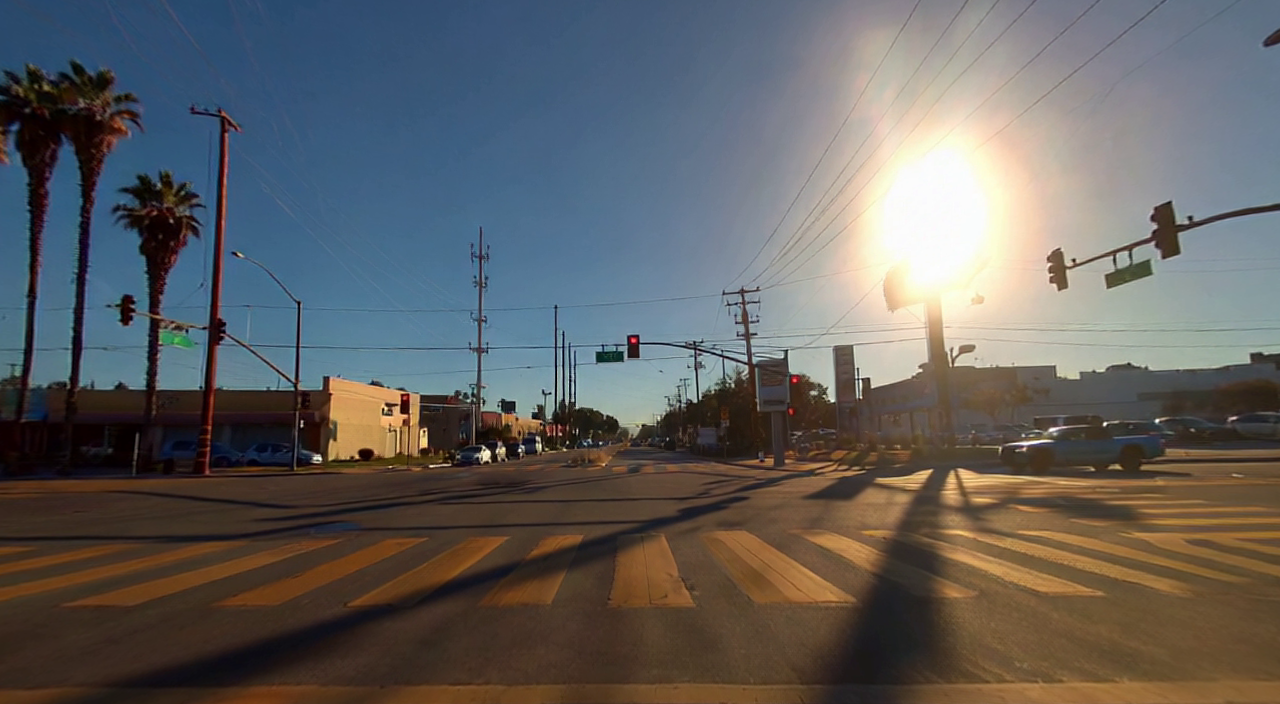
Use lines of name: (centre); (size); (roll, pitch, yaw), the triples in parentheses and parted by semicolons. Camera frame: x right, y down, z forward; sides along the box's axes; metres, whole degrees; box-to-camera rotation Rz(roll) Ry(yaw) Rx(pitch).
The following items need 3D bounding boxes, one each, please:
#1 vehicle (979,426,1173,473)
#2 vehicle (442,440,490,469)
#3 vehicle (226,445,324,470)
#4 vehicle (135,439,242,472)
vehicle: (14.375, 3.254, 21.100); (4.918, 1.479, 1.897); (-1, -9, 7)
vehicle: (-11.972, 7.025, 43.700); (2.016, 1.717, 4.287); (0, -6, 1)
vehicle: (-22.316, 6.454, 38.757); (4.849, 1.444, 1.881); (0, -8, 2)
vehicle: (-25.914, 5.953, 36.358); (4.613, 1.820, 2.021); (-1, -8, 4)
